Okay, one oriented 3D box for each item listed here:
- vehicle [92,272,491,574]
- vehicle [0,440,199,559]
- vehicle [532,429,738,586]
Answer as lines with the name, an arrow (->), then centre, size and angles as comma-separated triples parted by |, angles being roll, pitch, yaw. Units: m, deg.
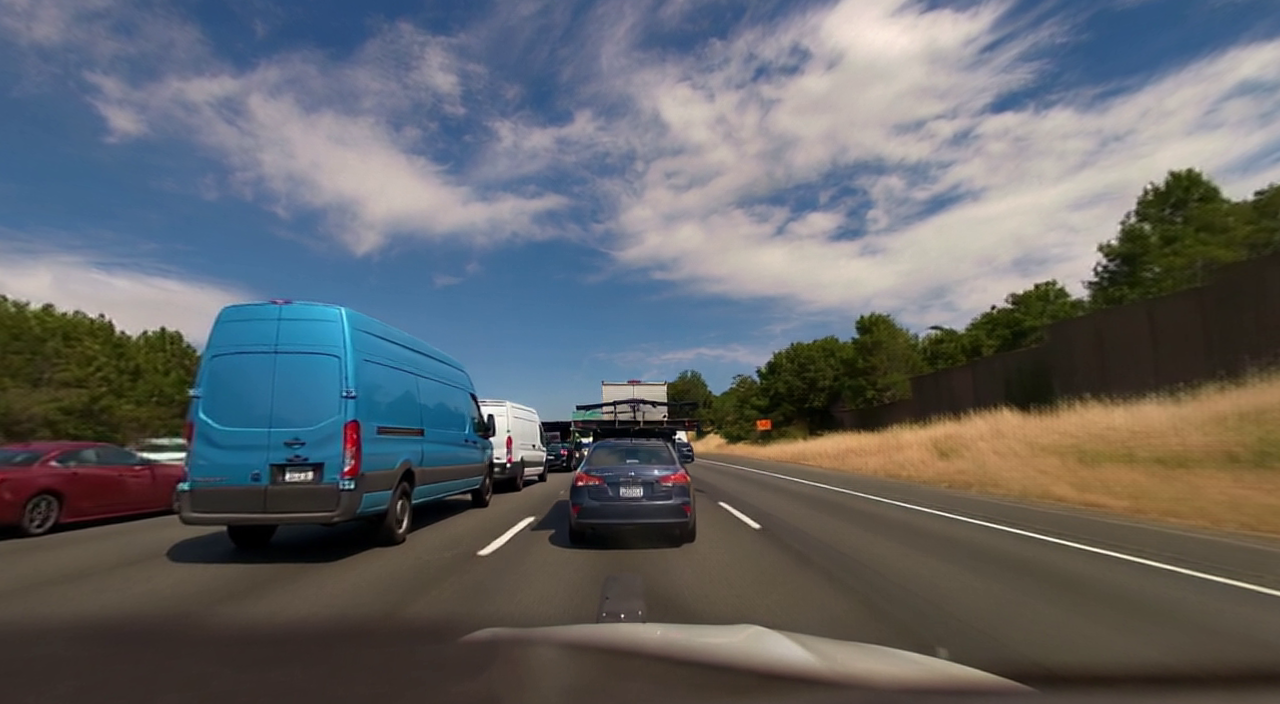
vehicle -> -4.066, 1.135, 9.380 | 2.254, 2.879, 6.656 | 0, -9, -2
vehicle -> -8.876, 2.070, 9.348 | 1.797, 1.466, 3.924 | 0, -9, 0
vehicle -> -0.076, 1.778, 7.888 | 1.995, 1.495, 3.380 | 0, -9, -1
